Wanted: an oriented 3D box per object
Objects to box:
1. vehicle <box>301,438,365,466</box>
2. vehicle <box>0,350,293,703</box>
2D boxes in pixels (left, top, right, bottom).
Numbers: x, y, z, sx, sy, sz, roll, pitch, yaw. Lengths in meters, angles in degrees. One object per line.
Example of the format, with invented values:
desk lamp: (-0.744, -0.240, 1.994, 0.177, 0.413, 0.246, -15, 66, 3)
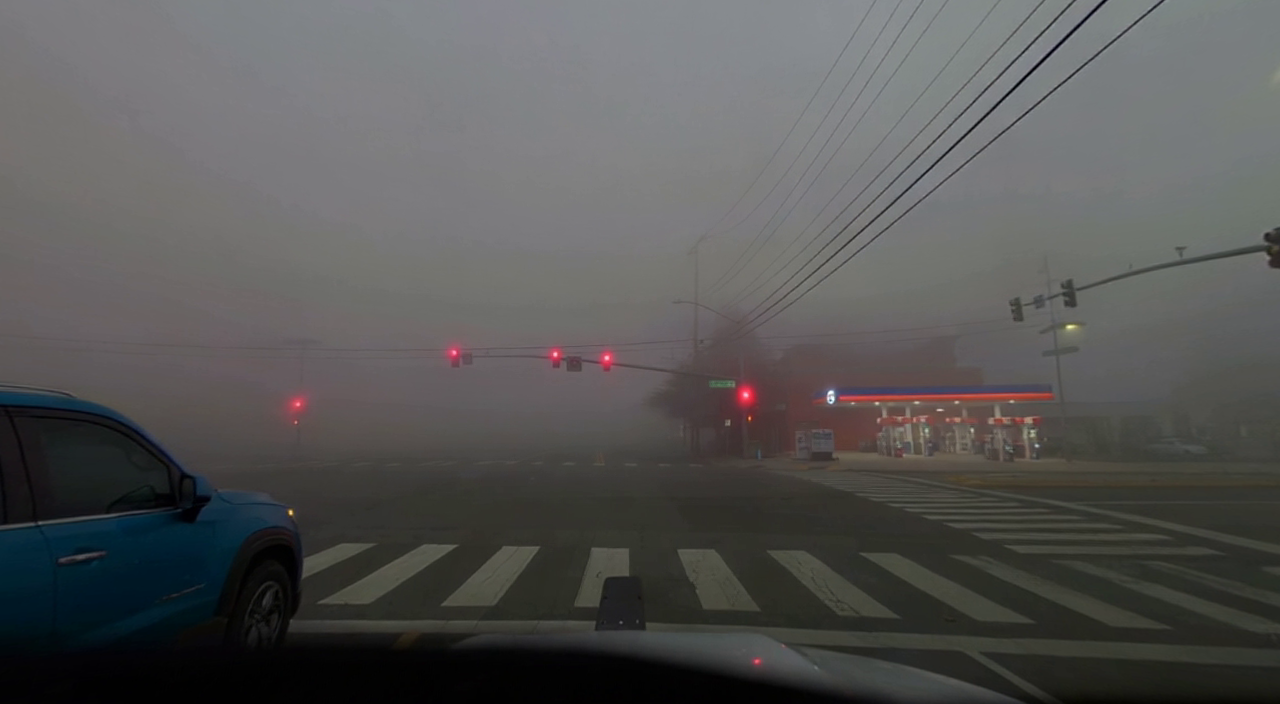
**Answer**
vehicle: (-20.451, 6.683, 42.175, 2.004, 1.699, 4.486, 0, -9, 1)
vehicle: (-3.424, 0.799, 2.041, 2.053, 1.690, 4.364, 0, -9, 0)
